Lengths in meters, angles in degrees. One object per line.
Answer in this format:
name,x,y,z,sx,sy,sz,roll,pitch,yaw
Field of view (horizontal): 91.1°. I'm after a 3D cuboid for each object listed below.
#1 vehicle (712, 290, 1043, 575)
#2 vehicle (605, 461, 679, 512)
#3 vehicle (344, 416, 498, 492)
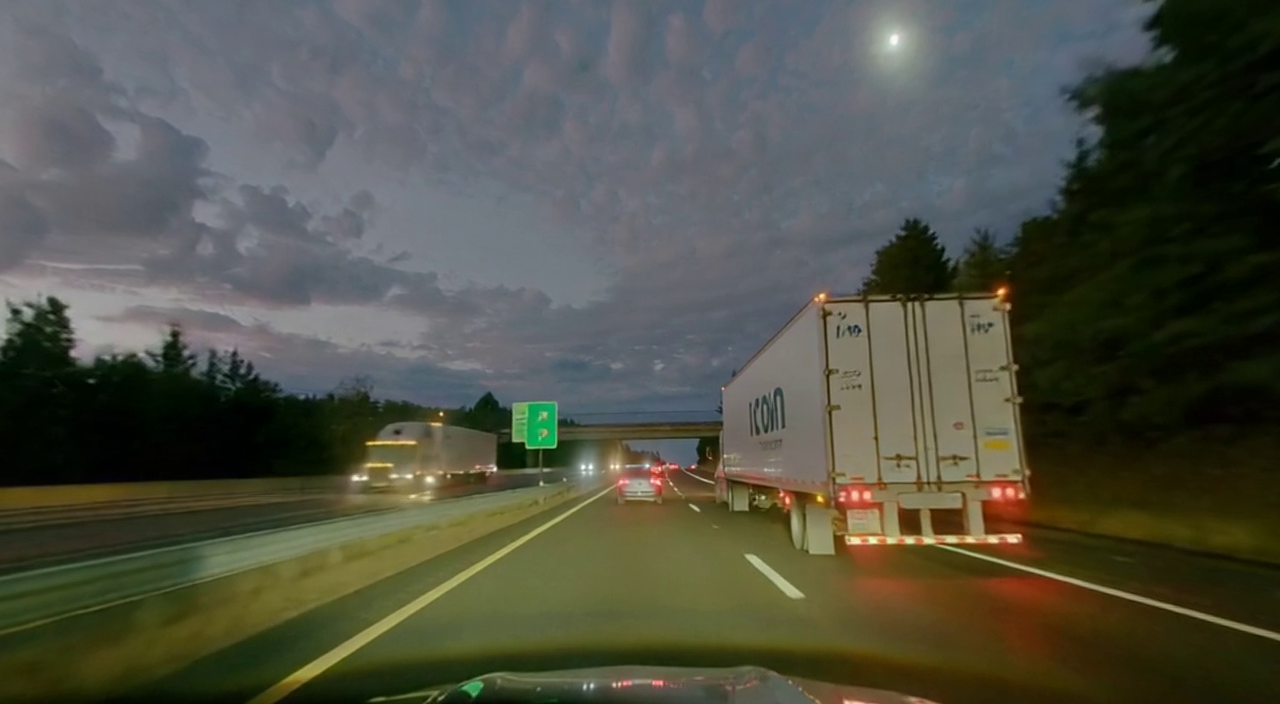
vehicle,4.364,2.612,17.484,2.964,4.188,16.587,0,-10,1
vehicle,0.067,4.249,20.117,2.156,1.444,3.762,1,-10,0
vehicle,-12.690,6.576,39.431,2.871,3.707,16.908,0,-11,3
